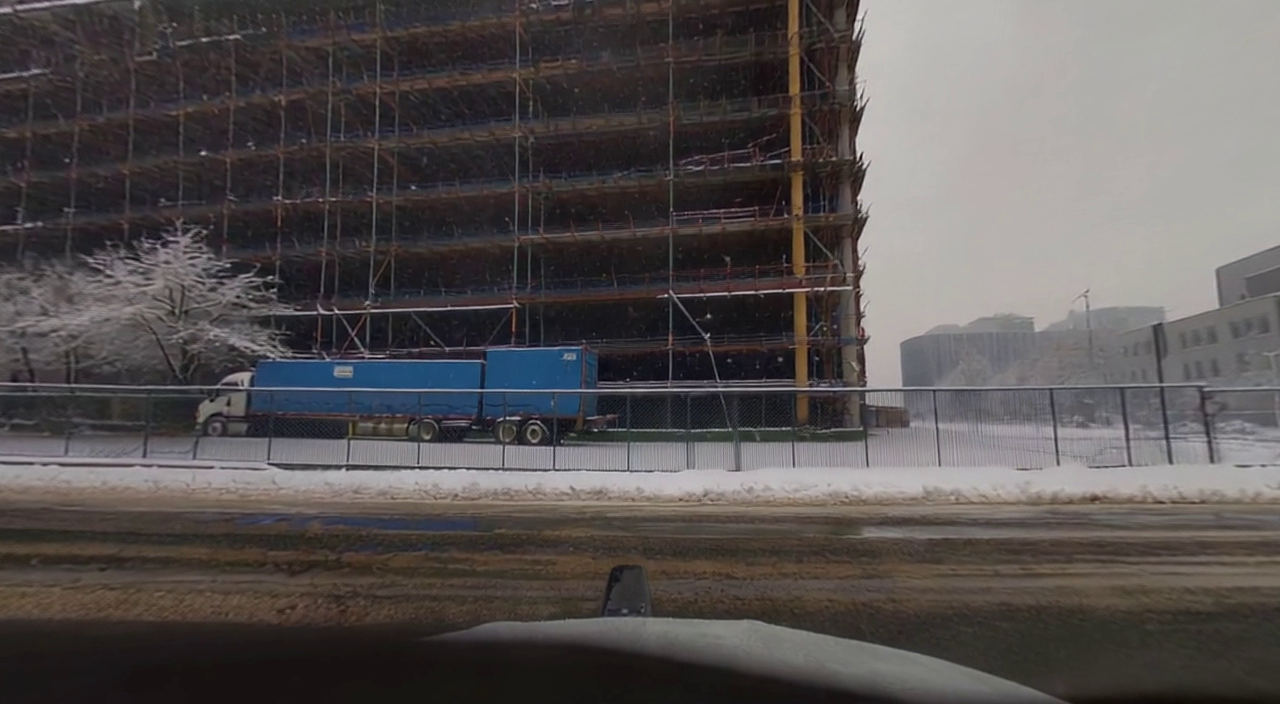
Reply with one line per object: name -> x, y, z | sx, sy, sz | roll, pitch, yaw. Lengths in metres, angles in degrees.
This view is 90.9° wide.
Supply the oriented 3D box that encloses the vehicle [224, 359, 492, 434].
vehicle -> -16.190, 2.741, 37.243 | 14.067, 4.099, 2.832 | 1, -9, -5
